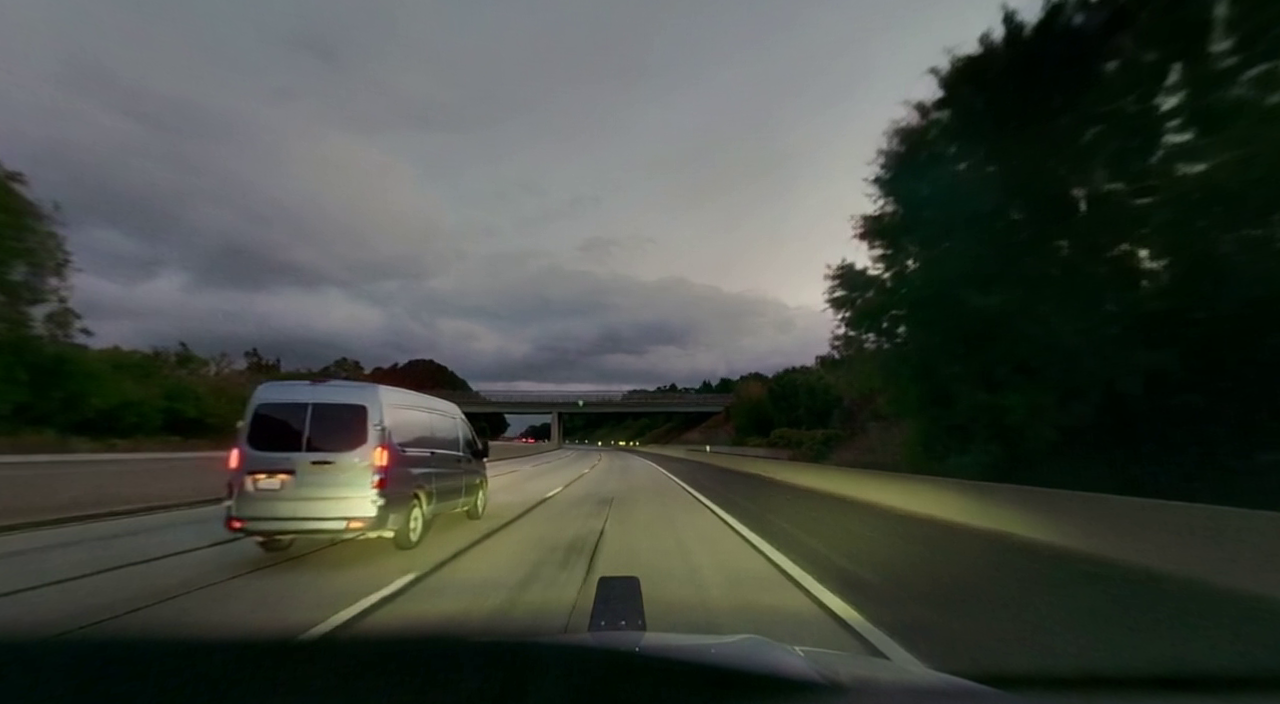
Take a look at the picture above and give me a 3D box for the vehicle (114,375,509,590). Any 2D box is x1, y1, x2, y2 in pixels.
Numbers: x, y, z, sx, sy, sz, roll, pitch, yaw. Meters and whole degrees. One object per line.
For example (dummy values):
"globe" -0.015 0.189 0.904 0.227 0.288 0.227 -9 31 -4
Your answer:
"vehicle" -3.435 1.522 8.175 2.372 1.891 5.061 0 -8 0
